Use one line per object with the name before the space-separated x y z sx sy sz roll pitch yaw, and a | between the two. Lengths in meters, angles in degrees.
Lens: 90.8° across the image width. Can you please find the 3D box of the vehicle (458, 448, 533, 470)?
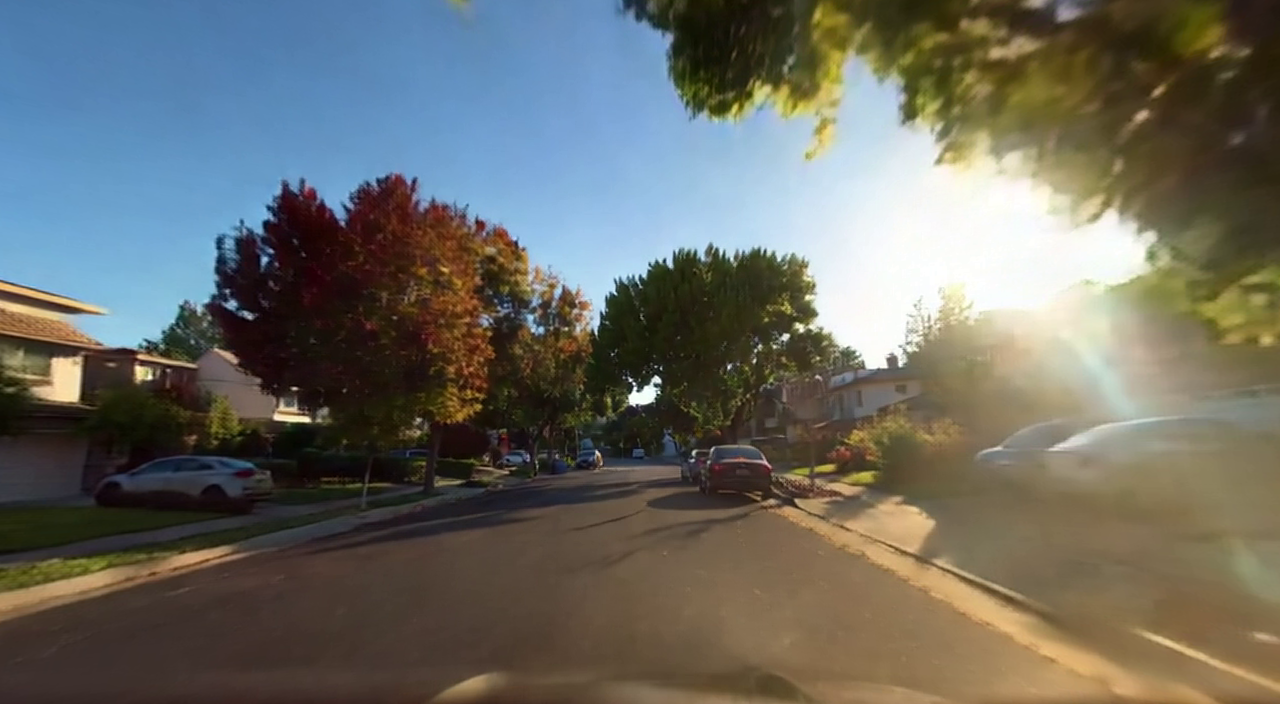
vehicle | -10.447 7.750 45.926 4.933 1.547 2.125 0 -9 0

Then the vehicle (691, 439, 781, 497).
vehicle | 2.639 3.309 18.449 2.022 1.483 4.565 0 -9 1

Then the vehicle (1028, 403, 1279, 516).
vehicle | 8.989 1.661 9.988 4.331 1.570 2.009 -1 -8 0

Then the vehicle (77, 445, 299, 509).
vehicle | -11.339 3.133 16.121 4.118 1.492 1.902 0 -9 -3
